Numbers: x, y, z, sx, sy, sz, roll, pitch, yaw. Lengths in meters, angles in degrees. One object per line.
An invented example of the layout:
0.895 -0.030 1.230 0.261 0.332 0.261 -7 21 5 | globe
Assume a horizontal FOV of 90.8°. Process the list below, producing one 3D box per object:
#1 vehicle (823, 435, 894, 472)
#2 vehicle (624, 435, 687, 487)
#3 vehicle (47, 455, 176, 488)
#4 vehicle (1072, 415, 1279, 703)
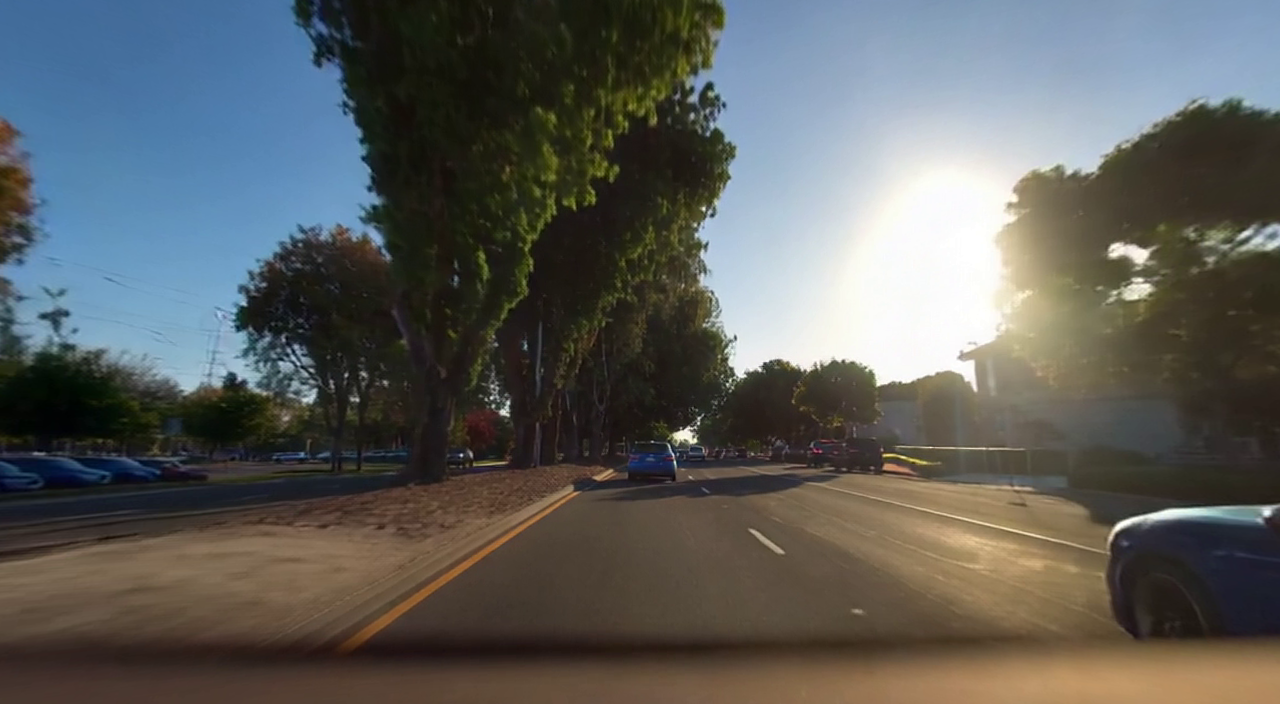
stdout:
11.864 5.544 34.763 2.139 1.849 5.246 0 -8 1 | vehicle
0.567 3.899 22.906 2.085 1.693 4.301 0 -8 2 | vehicle
-26.049 5.870 31.265 4.453 1.472 1.873 1 -9 -8 | vehicle
3.513 0.810 1.488 1.918 1.418 4.360 0 -8 0 | vehicle
